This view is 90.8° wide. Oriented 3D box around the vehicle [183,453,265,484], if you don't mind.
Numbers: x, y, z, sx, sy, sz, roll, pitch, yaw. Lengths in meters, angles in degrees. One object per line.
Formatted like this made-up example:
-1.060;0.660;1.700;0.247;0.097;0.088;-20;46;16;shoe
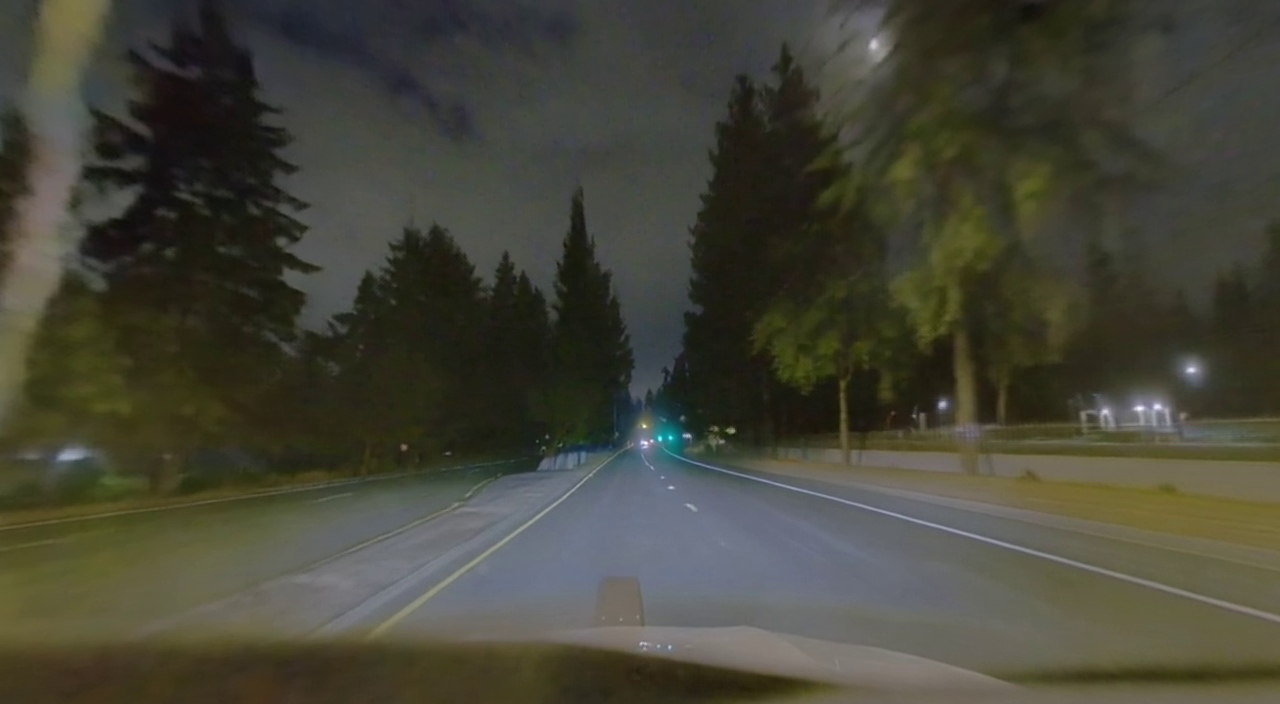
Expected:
-27.734;7.766;42.206;4.168;1.509;2.053;-5;-5;4;vehicle

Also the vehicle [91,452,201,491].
-26.835;6.490;34.450;4.362;1.733;2.041;-3;-6;1;vehicle

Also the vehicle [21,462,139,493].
-28.099;6.286;31.789;3.938;1.485;2.055;0;-10;2;vehicle
